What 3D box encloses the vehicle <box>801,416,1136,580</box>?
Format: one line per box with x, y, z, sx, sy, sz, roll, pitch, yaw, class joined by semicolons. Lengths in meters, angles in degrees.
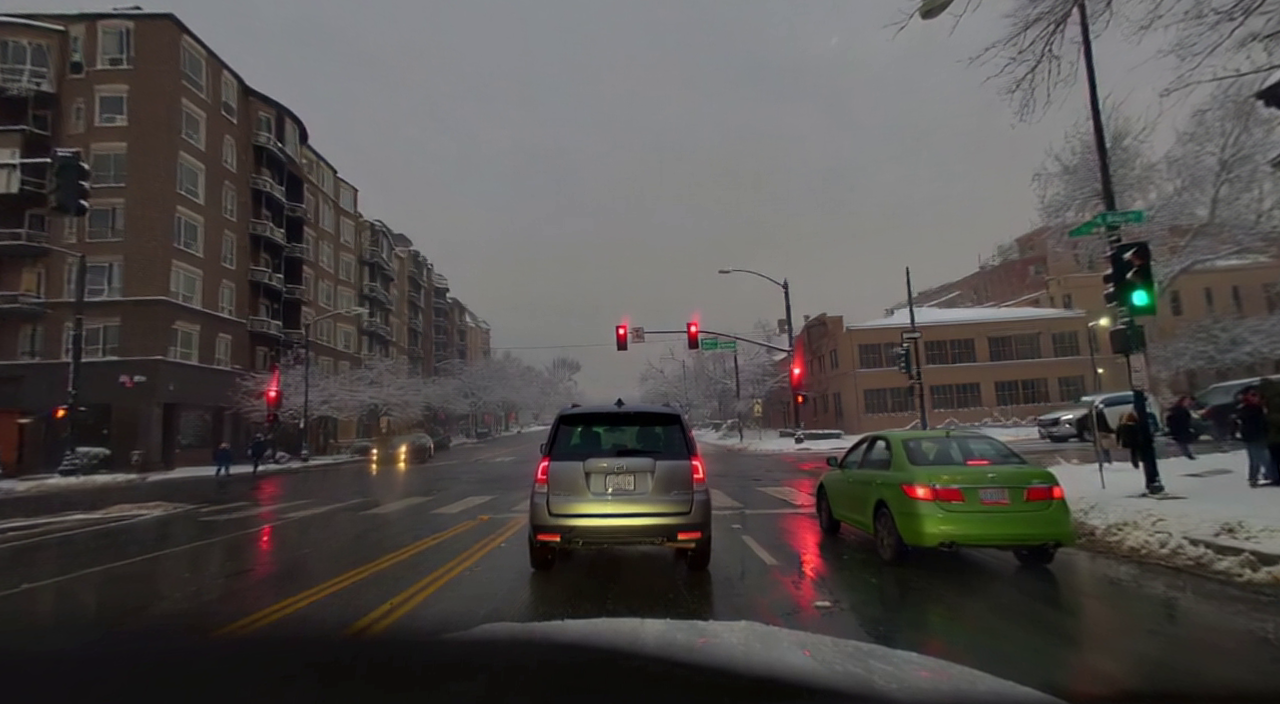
3.691;1.719;8.302;1.987;1.538;4.510;0;-8;0;vehicle

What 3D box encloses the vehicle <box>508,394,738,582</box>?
-0.146;1.596;8.128;2.168;1.776;4.135;0;-8;0;vehicle

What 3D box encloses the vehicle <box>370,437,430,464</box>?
-16.220;6.674;43.030;2.132;1.710;4.504;0;-8;2;vehicle

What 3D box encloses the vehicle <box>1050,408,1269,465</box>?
14.272;2.371;17.577;4.354;1.466;1.863;0;-8;2;vehicle

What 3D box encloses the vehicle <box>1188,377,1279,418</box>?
26.564;1.986;27.163;4.287;1.639;1.729;0;-8;1;vehicle
